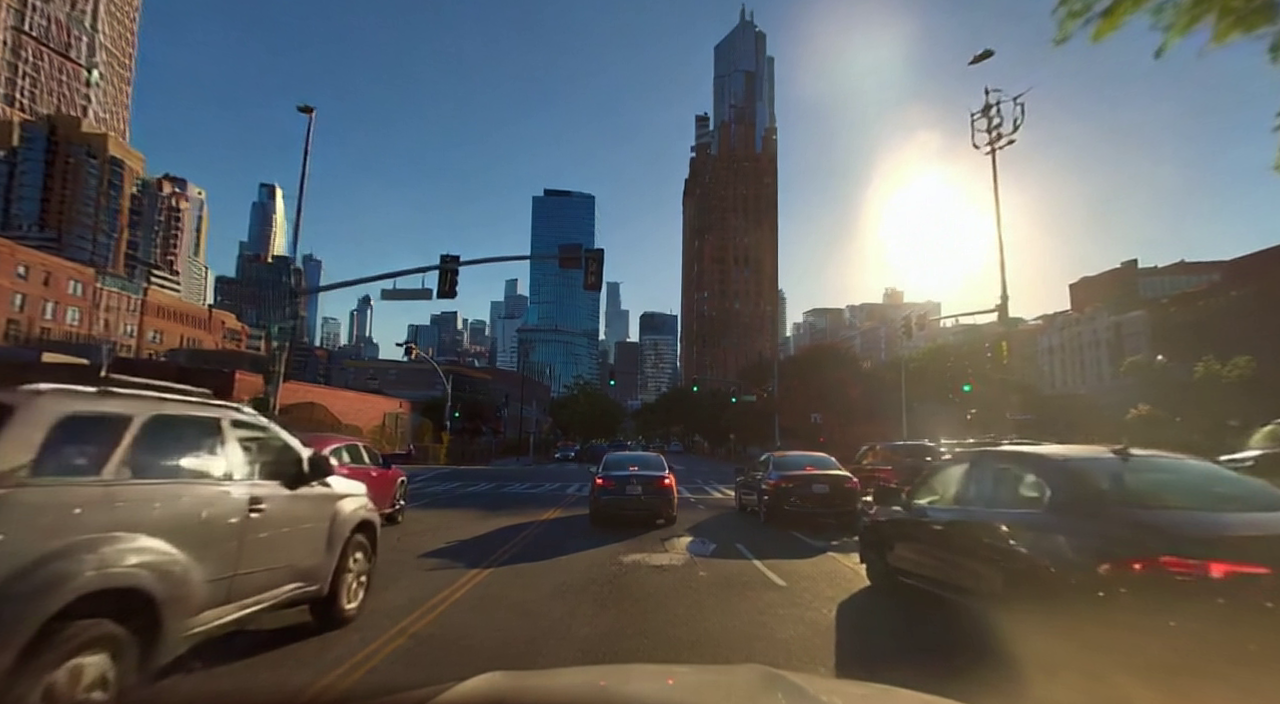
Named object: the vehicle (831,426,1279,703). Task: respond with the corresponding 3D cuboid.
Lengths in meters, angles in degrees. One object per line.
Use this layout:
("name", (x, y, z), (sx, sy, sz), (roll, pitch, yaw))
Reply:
("vehicle", (3.298, 1.453, 5.197), (1.973, 1.537, 4.533), (0, -8, -1))

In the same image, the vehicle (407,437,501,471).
("vehicle", (-9.902, 5.419, 33.557), (4.556, 1.689, 1.982), (-4, -9, 25))

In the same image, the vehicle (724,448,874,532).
("vehicle", (3.140, 2.807, 13.545), (1.942, 1.443, 4.468), (0, -8, -2))

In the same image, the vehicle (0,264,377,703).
("vehicle", (-2.935, 0.868, 2.959), (1.683, 2.039, 3.703), (0, -8, 1))

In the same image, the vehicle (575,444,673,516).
("vehicle", (-0.417, 2.935, 15.029), (2.031, 1.461, 3.763), (0, -8, -3))
